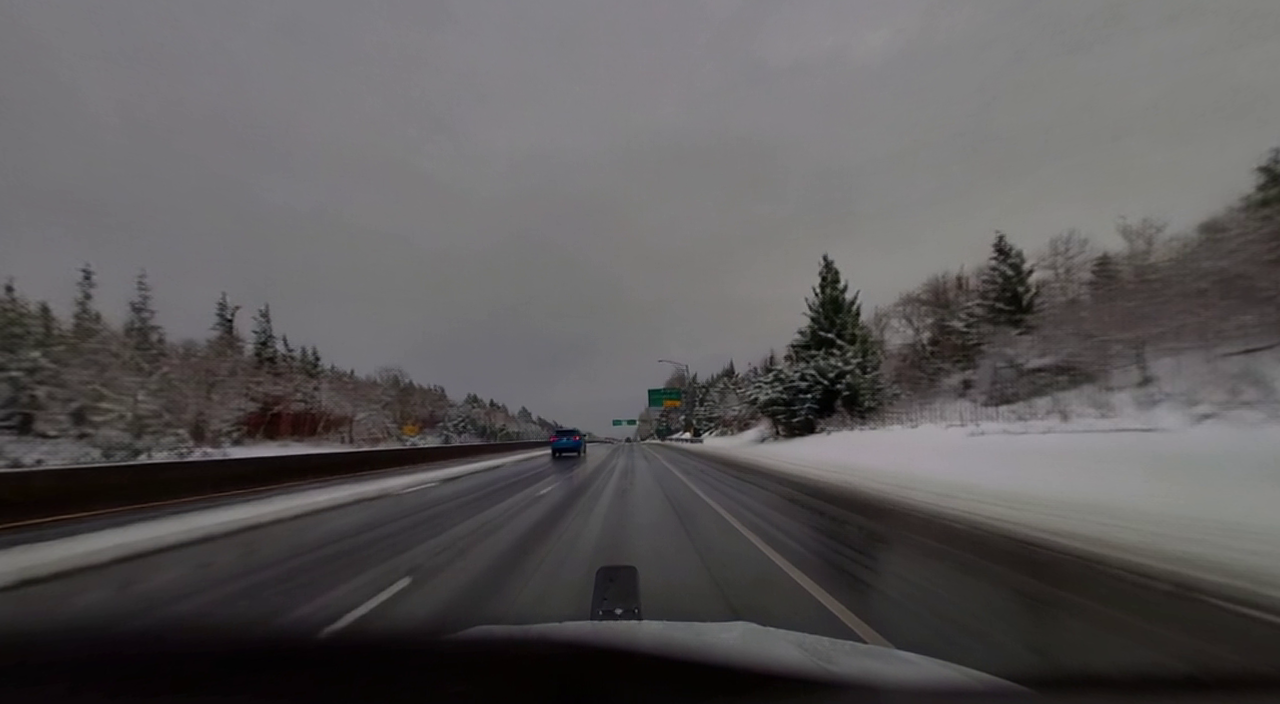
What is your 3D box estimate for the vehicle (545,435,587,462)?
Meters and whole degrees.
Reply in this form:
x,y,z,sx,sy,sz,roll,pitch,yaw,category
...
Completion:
x,y,z,sx,sy,sz,roll,pitch,yaw,category
-4.410,5.779,37.991,2.063,1.496,4.225,0,-8,-1,vehicle
